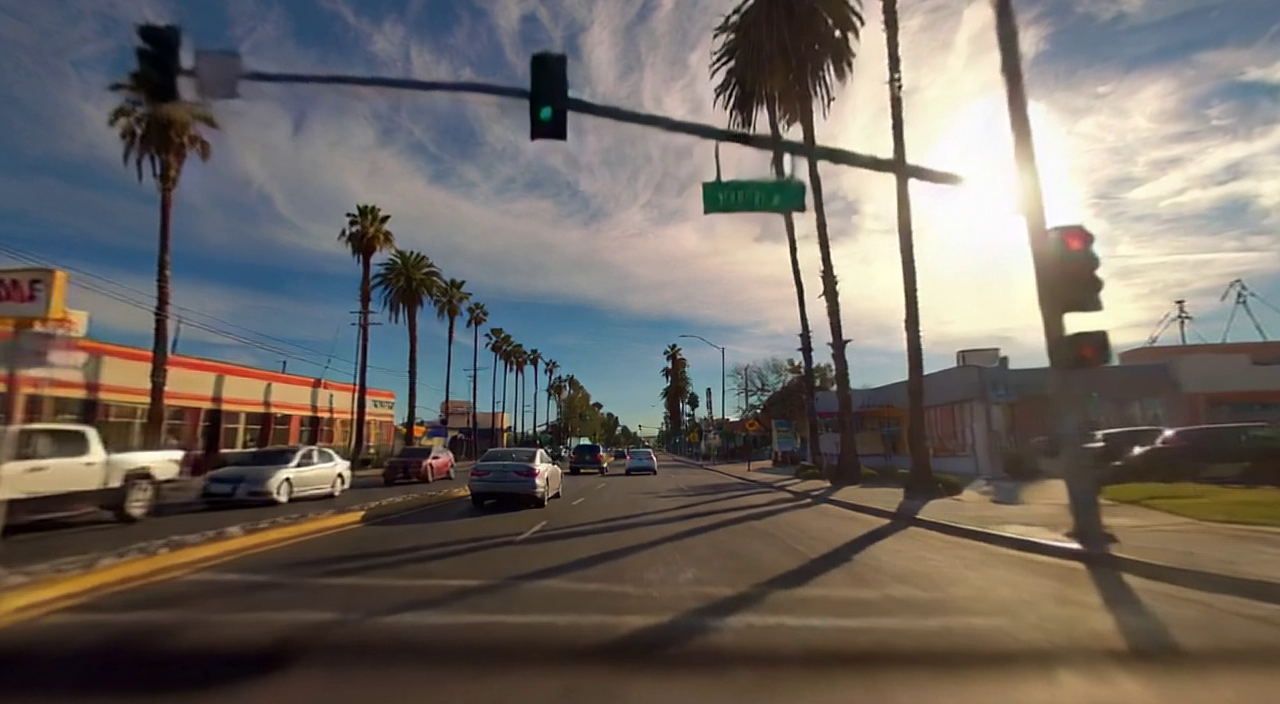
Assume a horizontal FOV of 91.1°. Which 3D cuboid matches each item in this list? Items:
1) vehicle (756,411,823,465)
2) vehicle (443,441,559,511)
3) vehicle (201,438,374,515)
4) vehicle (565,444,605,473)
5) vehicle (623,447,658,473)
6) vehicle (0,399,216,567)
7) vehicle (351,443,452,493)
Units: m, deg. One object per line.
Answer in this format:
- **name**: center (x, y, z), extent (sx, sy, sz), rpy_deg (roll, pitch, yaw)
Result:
- **vehicle**: center (10.197, 6.008, 43.799), extent (2.878, 3.388, 8.331), rpy_deg (-1, -8, 2)
- **vehicle**: center (-3.347, 3.076, 16.106), extent (1.904, 1.513, 4.410), rpy_deg (0, -9, 1)
- **vehicle**: center (-8.412, 2.975, 15.504), extent (1.893, 1.576, 4.075), rpy_deg (-2, -9, 0)
- **vehicle**: center (-3.231, 6.327, 37.480), extent (1.979, 1.634, 3.957), rpy_deg (0, -9, 0)
- **vehicle**: center (0.016, 6.666, 39.056), extent (2.094, 1.496, 4.070), rpy_deg (0, -9, 0)
- **vehicle**: center (-8.483, 1.720, 8.418), extent (2.058, 1.929, 5.123), rpy_deg (-1, -9, -1)
- **vehicle**: center (-8.438, 4.115, 22.714), extent (1.928, 1.532, 4.533), rpy_deg (-2, -9, 0)
